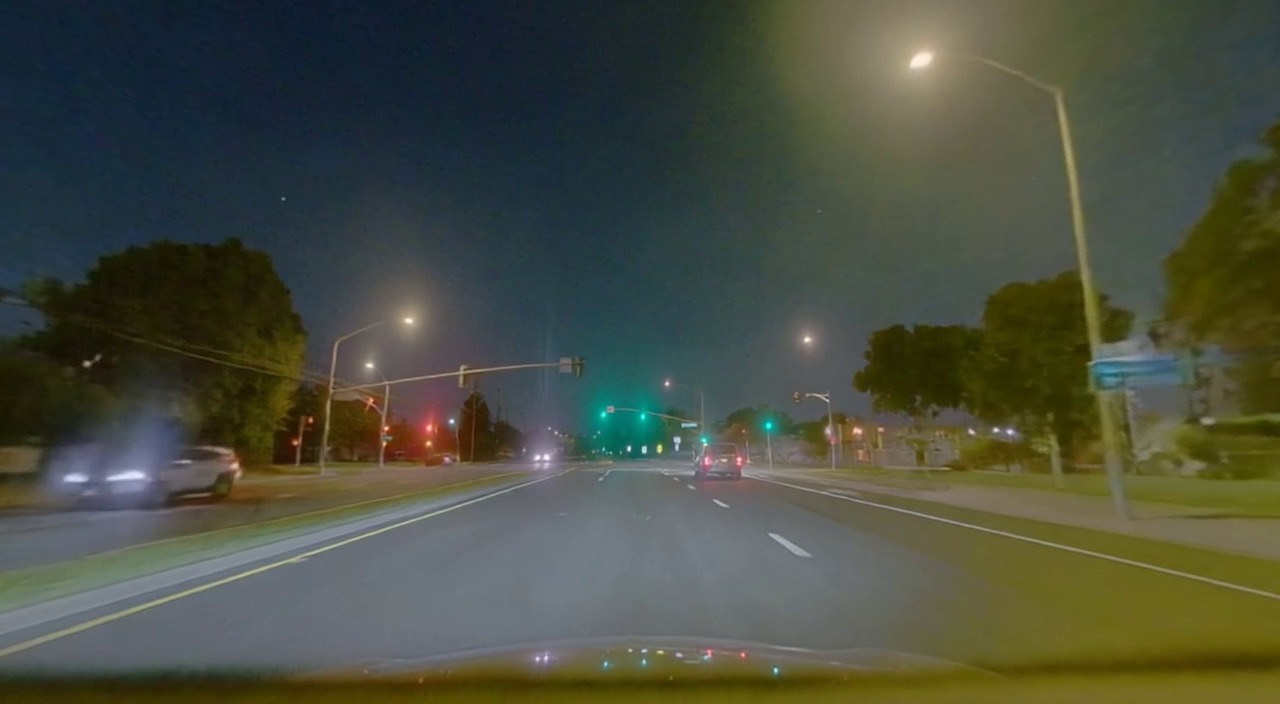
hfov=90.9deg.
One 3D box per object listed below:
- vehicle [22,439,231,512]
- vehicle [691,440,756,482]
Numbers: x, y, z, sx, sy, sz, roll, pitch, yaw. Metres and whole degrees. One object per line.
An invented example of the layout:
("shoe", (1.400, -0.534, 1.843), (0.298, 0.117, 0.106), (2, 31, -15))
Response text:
("vehicle", (-13.384, 3.201, 16.881), (1.925, 1.670, 4.371), (0, -9, -1))
("vehicle", (3.730, 4.963, 29.023), (2.240, 1.781, 4.433), (0, -9, -2))
